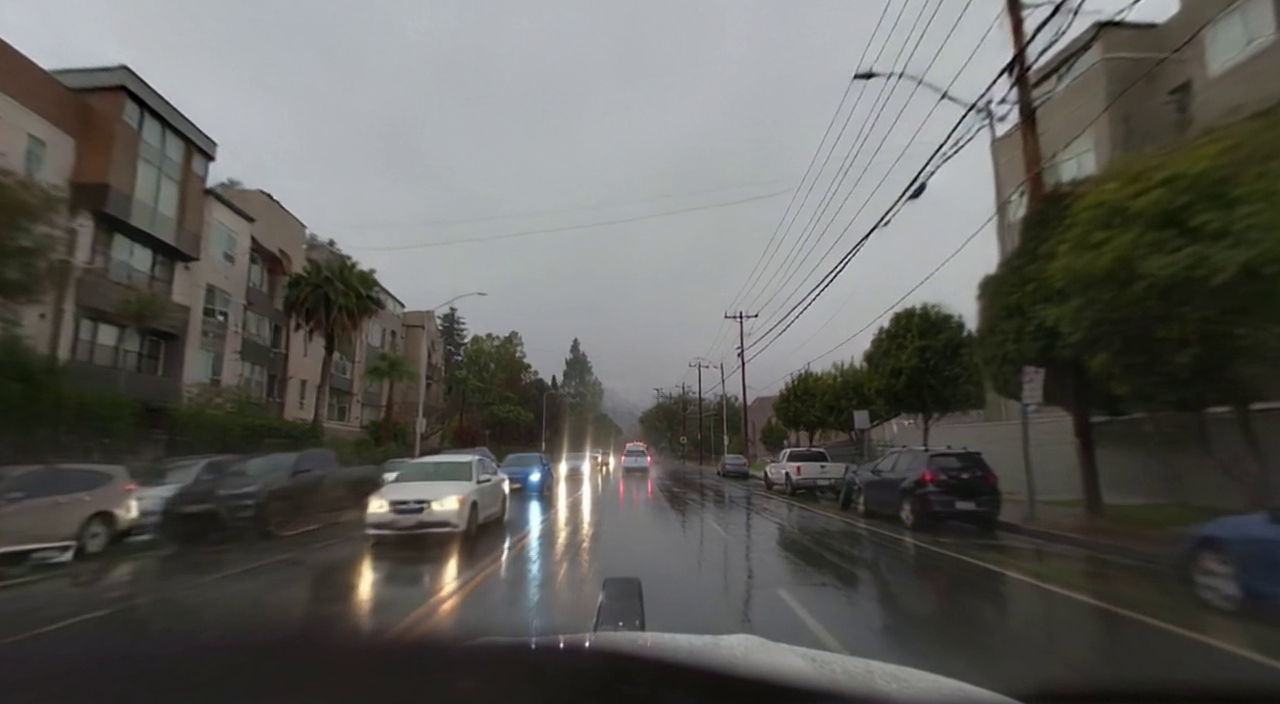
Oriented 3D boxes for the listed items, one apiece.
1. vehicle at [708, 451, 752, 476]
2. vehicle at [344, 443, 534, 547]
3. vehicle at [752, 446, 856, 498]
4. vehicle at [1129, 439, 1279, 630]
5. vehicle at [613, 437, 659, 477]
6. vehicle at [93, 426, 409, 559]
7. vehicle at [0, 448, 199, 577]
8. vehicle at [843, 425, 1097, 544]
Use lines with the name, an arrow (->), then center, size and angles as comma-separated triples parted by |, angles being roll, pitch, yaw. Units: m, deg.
vehicle -> 5.796, 7.214, 41.126 | 1.943, 1.490, 4.783 | 0, -8, -3
vehicle -> -3.310, 2.415, 11.457 | 1.972, 1.498, 4.304 | 0, -8, 1
vehicle -> 6.098, 4.529, 24.477 | 2.350, 1.706, 5.901 | 0, -8, -1
vehicle -> 6.223, 1.389, 4.459 | 1.964, 1.550, 4.424 | 0, -8, 0
vehicle -> -0.158, 5.551, 33.901 | 2.308, 1.940, 4.125 | -1, -7, 1
vehicle -> -6.348, 2.325, 11.333 | 2.451, 1.823, 4.900 | 0, -8, 1
vehicle -> -9.453, 2.342, 9.812 | 1.950, 1.668, 4.552 | 0, -8, -1
vehicle -> 6.163, 2.513, 12.775 | 2.211, 1.884, 5.031 | 0, -8, -3
